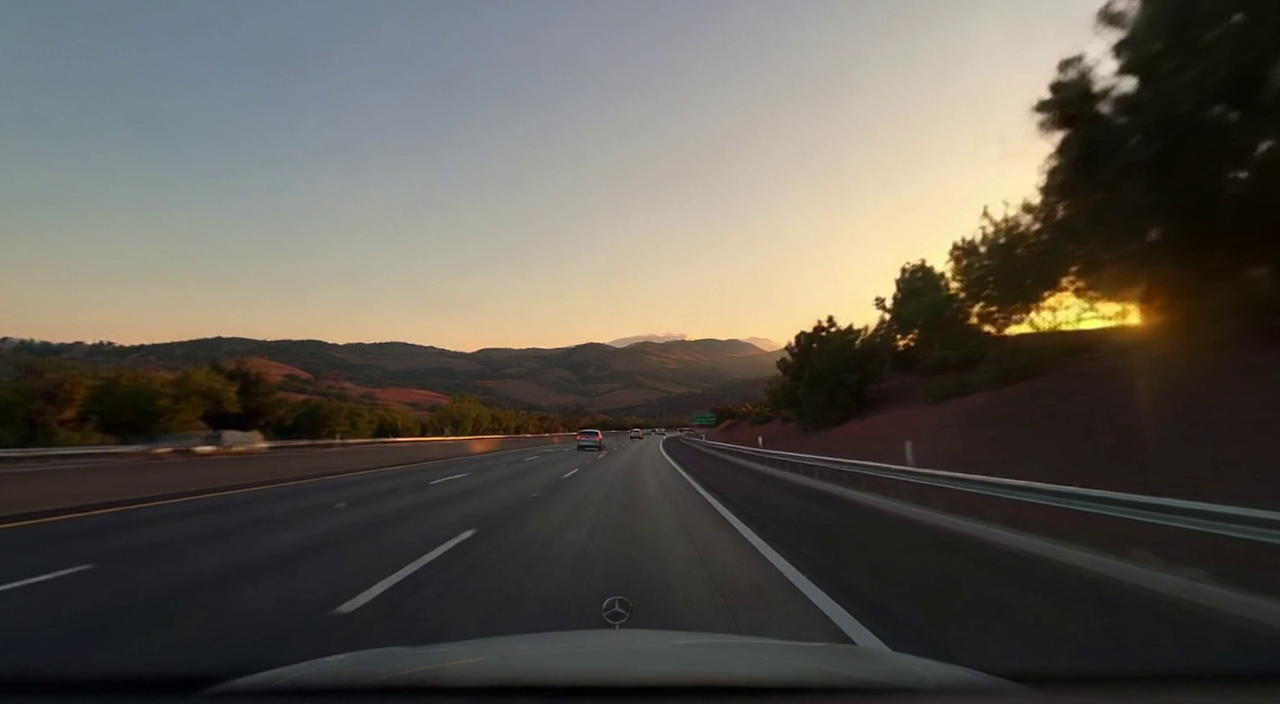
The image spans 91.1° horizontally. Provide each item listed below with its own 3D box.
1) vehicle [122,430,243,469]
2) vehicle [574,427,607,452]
[{"bbox_3d":[-19.359,4.125,26.872,1.881,1.517,4.312,0,-8,1],"label":"vehicle"},{"bbox_3d":[-3.649,6.530,47.012,1.980,1.721,4.419,0,-8,1],"label":"vehicle"}]
